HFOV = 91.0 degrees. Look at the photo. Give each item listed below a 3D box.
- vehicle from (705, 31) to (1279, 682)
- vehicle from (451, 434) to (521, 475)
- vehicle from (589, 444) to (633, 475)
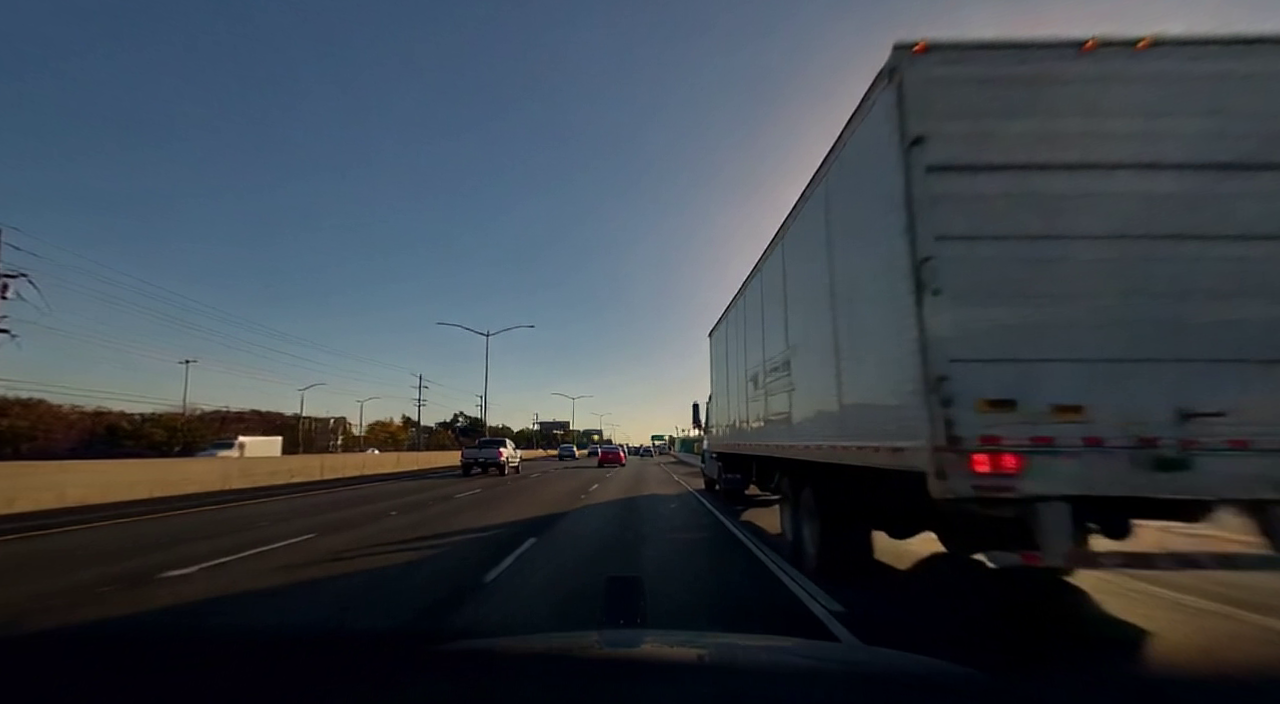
[{"bbox_3d":[3.162,0.760,9.609,3.045,3.923,11.834,0,-9,0],"label":"vehicle"},{"bbox_3d":[-7.327,4.940,30.467,2.147,1.825,4.602,0,-9,0],"label":"vehicle"},{"bbox_3d":[-1.502,5.731,33.879,2.060,1.508,4.308,0,-9,1],"label":"vehicle"}]
